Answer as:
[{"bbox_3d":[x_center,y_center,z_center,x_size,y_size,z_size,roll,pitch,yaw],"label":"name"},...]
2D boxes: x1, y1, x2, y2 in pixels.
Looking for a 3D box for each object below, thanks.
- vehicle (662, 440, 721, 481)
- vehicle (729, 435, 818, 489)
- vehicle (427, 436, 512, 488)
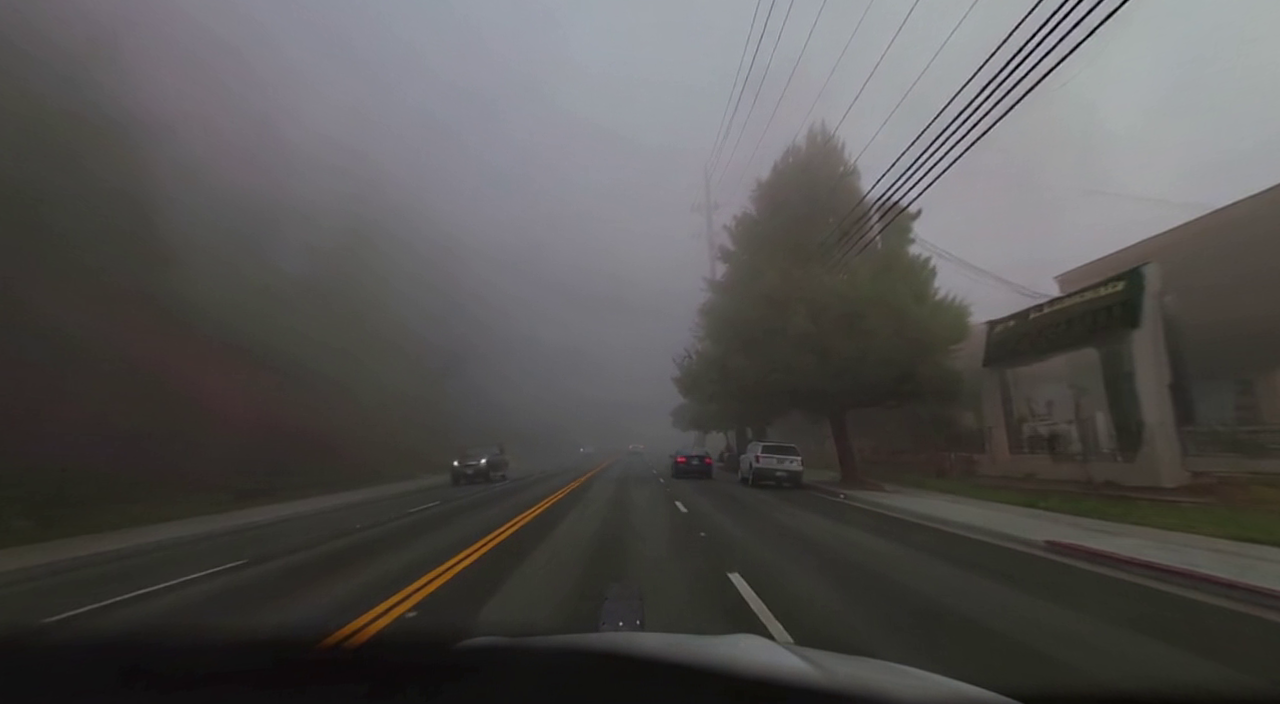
[{"bbox_3d":[1.968,4.292,25.223,1.975,1.497,3.647,0,-8,-1],"label":"vehicle"},{"bbox_3d":[4.895,4.129,24.060,2.143,1.788,5.388,0,-8,-1],"label":"vehicle"},{"bbox_3d":[-6.398,4.162,24.258,2.037,1.777,4.407,0,-8,0],"label":"vehicle"}]
